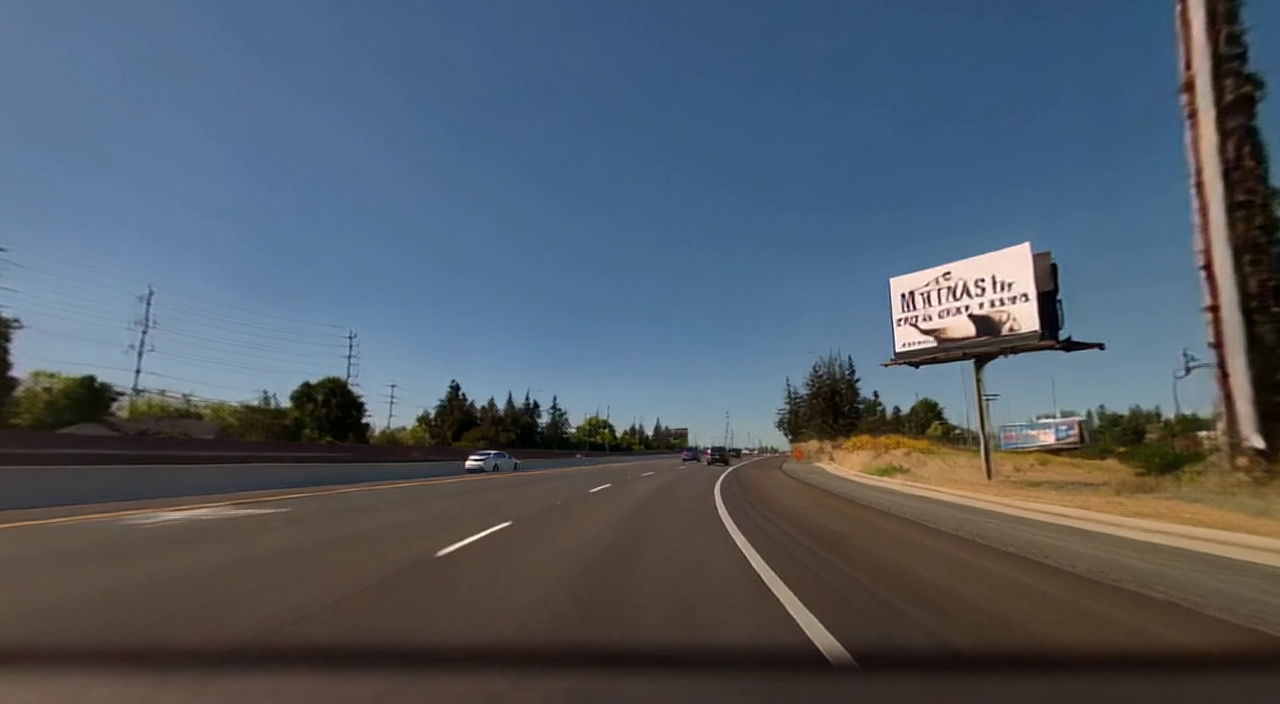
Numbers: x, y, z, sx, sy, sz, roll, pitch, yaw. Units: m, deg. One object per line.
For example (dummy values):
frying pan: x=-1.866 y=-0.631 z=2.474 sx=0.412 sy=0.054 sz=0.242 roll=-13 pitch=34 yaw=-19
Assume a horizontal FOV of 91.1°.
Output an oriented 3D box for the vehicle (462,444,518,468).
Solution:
vehicle: x=-11.304 y=7.871 z=47.674 sx=2.145 sy=1.717 sz=4.448 roll=-2 pitch=-9 yaw=16
